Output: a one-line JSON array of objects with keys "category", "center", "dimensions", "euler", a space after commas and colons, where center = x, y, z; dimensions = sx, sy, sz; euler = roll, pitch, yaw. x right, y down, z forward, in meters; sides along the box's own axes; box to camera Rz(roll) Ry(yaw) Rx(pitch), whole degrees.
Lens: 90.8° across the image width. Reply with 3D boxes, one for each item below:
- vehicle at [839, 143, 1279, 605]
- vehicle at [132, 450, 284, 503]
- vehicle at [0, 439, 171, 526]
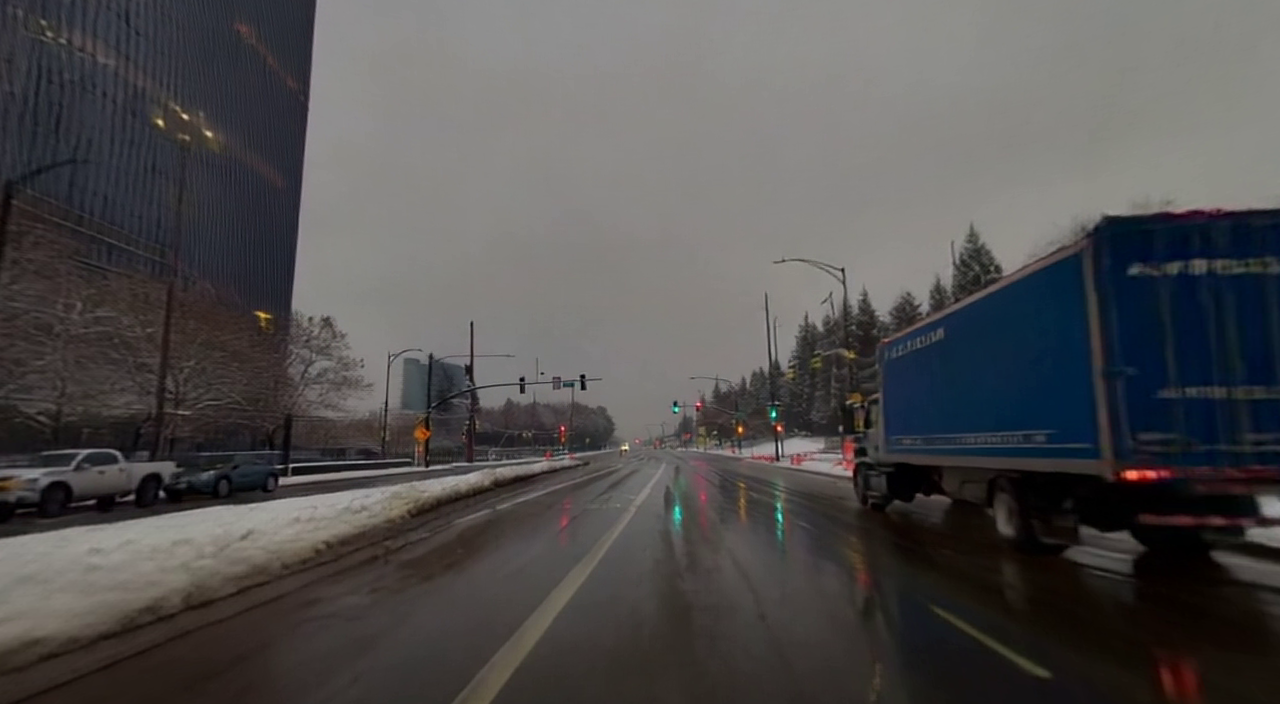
[{"category": "vehicle", "center": [6.247, 0.800, 10.136], "dimensions": [3.176, 3.913, 9.805], "euler": [0, -8, 2]}, {"category": "vehicle", "center": [-15.431, 4.432, 22.973], "dimensions": [1.925, 1.665, 4.893], "euler": [0, -8, 2]}, {"category": "vehicle", "center": [-15.652, 3.387, 17.119], "dimensions": [1.937, 1.984, 4.928], "euler": [0, -8, 2]}]
